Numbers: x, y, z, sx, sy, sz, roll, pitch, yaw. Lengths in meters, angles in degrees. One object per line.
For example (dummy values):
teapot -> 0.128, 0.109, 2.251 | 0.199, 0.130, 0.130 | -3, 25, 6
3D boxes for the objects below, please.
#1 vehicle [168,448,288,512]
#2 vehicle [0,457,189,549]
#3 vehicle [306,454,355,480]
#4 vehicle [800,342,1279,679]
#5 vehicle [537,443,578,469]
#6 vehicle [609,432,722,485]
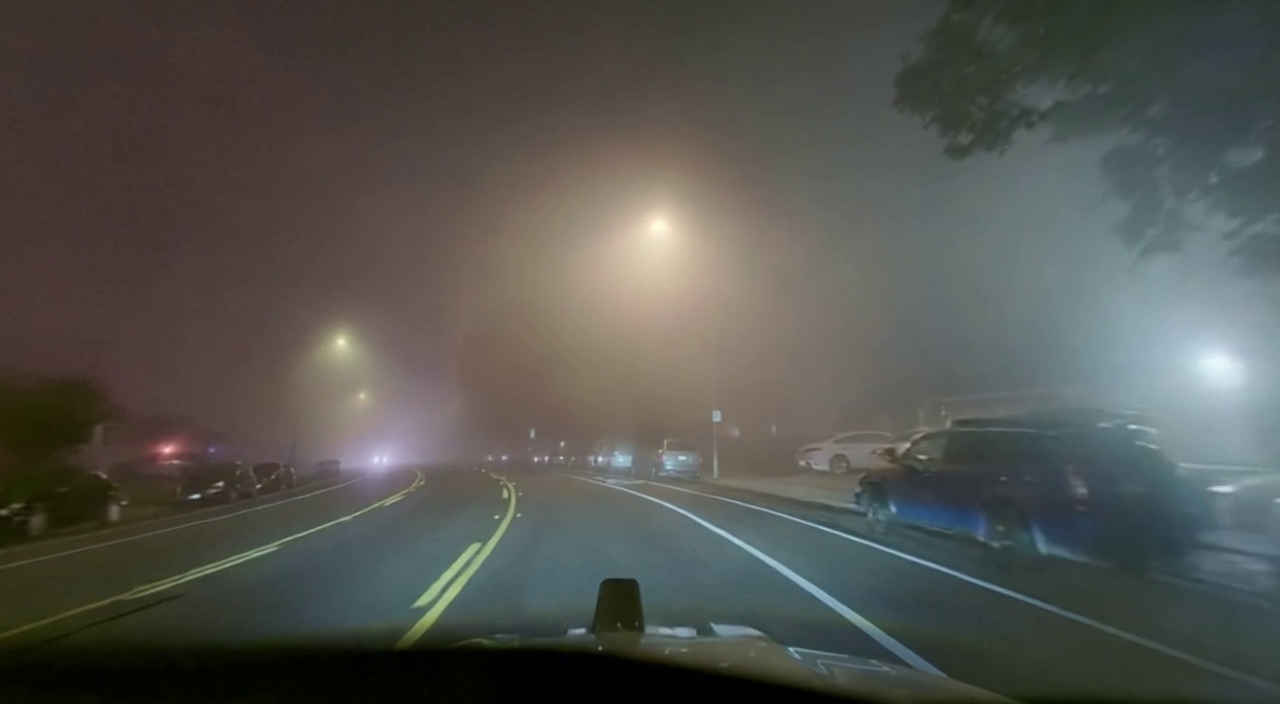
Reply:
vehicle -> -14.687, 4.514, 22.767 | 1.992, 1.677, 4.499 | -5, -6, -11
vehicle -> -12.596, 3.269, 13.999 | 2.292, 1.499, 4.661 | -5, -7, -9
vehicle -> -21.435, 7.951, 43.743 | 1.932, 1.468, 4.305 | -5, -7, -12
vehicle -> 4.305, 1.445, 7.136 | 2.402, 1.889, 6.910 | 4, -9, -7
vehicle -> -6.414, 7.956, 48.469 | 2.348, 1.804, 5.207 | 1, -8, -16
vehicle -> 0.799, 4.357, 25.876 | 2.723, 1.785, 7.174 | 4, -10, -13
